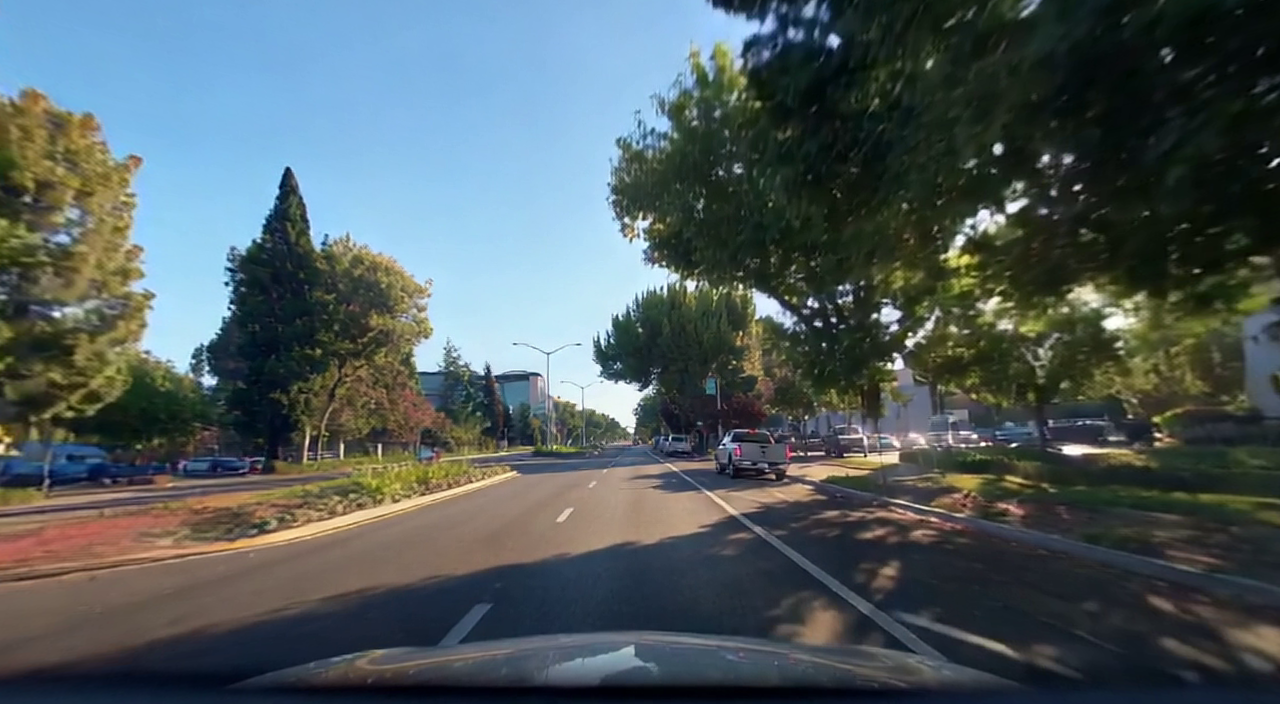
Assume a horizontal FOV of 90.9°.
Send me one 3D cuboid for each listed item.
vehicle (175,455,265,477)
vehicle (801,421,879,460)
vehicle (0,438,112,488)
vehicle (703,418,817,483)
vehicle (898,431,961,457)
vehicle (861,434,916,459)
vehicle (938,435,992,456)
[{"bbox_3d":[-29.124,7.913,43.867,4.719,1.433,1.995,0,-8,-5],"label":"vehicle"},{"bbox_3d":[11.052,4.978,35.385,2.197,1.923,5.799,2,-8,-3],"label":"vehicle"},{"bbox_3d":[-35.349,6.457,36.860,6.147,2.763,2.919,0,-8,-2],"label":"vehicle"},{"bbox_3d":[3.825,3.307,21.428,2.493,1.896,5.433,0,-8,-3],"label":"vehicle"},{"bbox_3d":[22.612,7.232,49.569,2.313,1.900,5.397,0,-8,-1],"label":"vehicle"},{"bbox_3d":[19.323,7.363,49.386,2.084,1.777,5.407,0,-8,0],"label":"vehicle"},{"bbox_3d":[25.383,7.298,49.344,1.896,1.538,4.080,0,-8,-2],"label":"vehicle"}]
